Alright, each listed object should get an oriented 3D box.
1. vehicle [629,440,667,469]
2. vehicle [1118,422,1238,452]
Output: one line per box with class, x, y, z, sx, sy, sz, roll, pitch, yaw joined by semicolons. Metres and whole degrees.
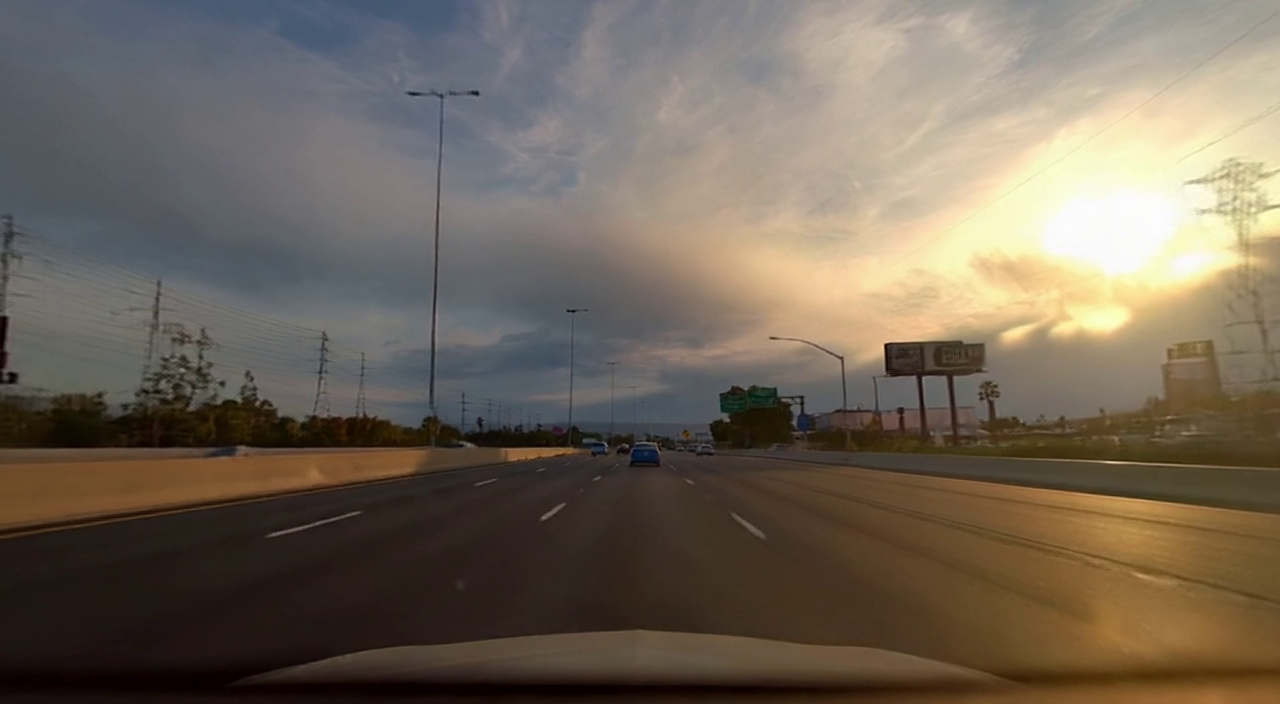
vehicle;0.451;5.895;36.520;2.074;1.574;3.971;0;-8;1
vehicle;28.660;4.588;33.902;2.072;1.495;4.732;0;-8;-3
